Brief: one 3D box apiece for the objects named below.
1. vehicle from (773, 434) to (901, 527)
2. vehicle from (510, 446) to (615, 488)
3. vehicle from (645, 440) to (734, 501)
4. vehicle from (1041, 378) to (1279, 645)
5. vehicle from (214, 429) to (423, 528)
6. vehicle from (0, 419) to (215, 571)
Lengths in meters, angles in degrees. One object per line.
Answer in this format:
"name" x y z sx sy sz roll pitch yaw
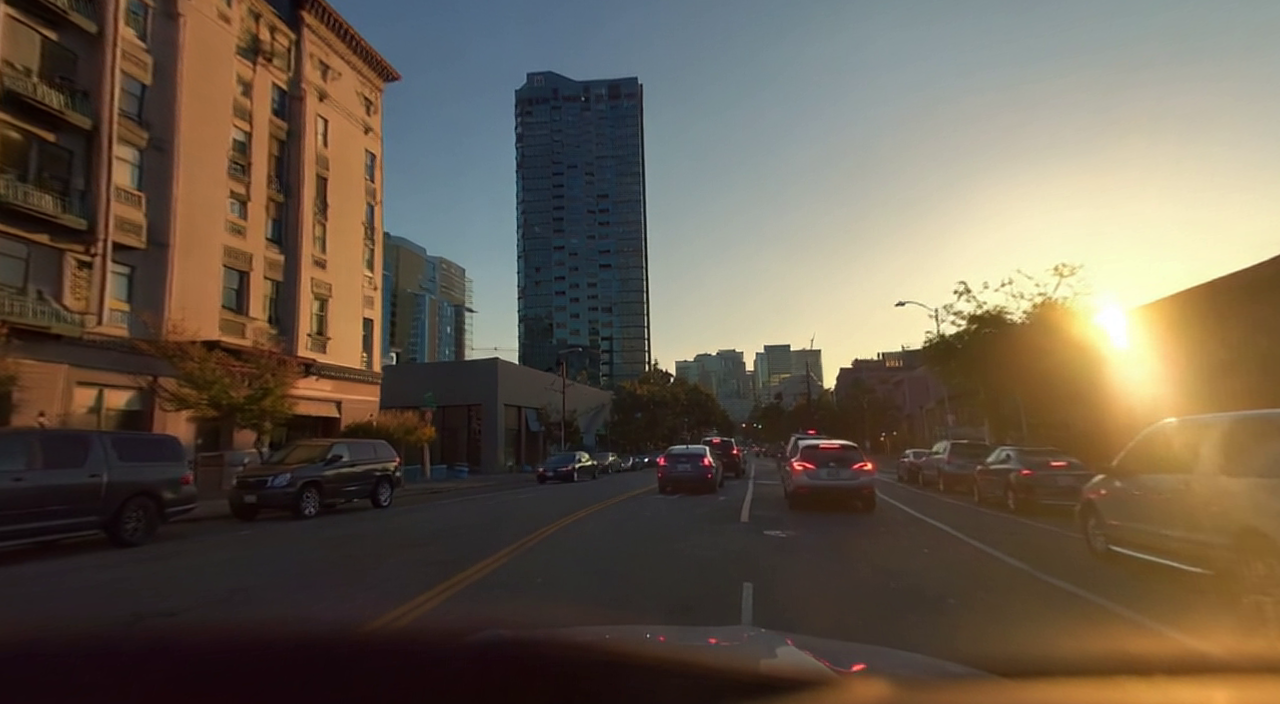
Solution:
"vehicle" 3.725 2.451 12.662 1.982 1.510 4.144 -2 -8 11
"vehicle" -3.081 4.653 25.940 1.928 1.503 4.322 -6 -10 33
"vehicle" 1.482 3.180 17.345 2.031 1.461 3.763 -2 -8 10
"vehicle" 5.745 1.298 5.762 2.088 1.775 4.454 -2 -9 14
"vehicle" -7.367 2.874 15.048 1.934 1.770 4.546 -9 -10 12
"vehicle" -8.781 1.860 8.444 2.070 1.854 4.985 -2 -8 11
